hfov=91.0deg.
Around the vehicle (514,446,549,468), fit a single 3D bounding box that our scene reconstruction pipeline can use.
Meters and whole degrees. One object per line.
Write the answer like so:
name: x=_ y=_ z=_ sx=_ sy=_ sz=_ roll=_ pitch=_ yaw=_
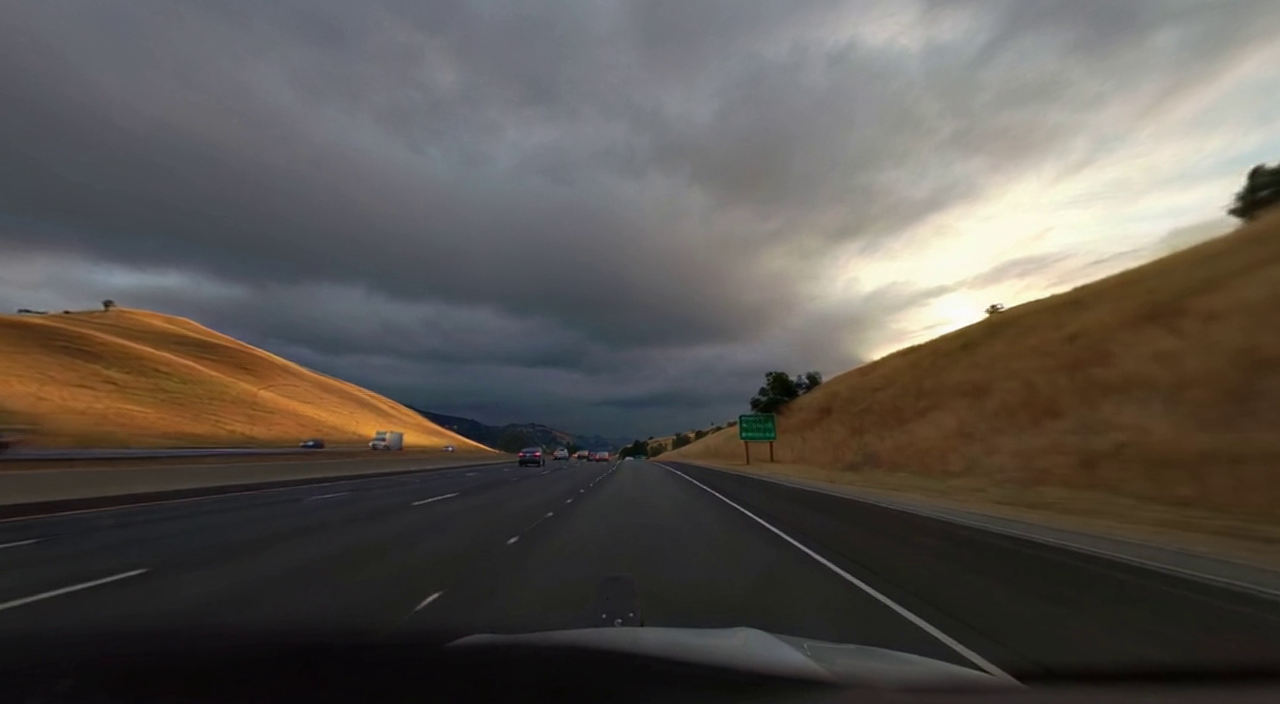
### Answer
vehicle: x=-8.523 y=8.274 z=49.769 sx=2.045 sy=1.624 sz=4.338 roll=0 pitch=-9 yaw=-1
